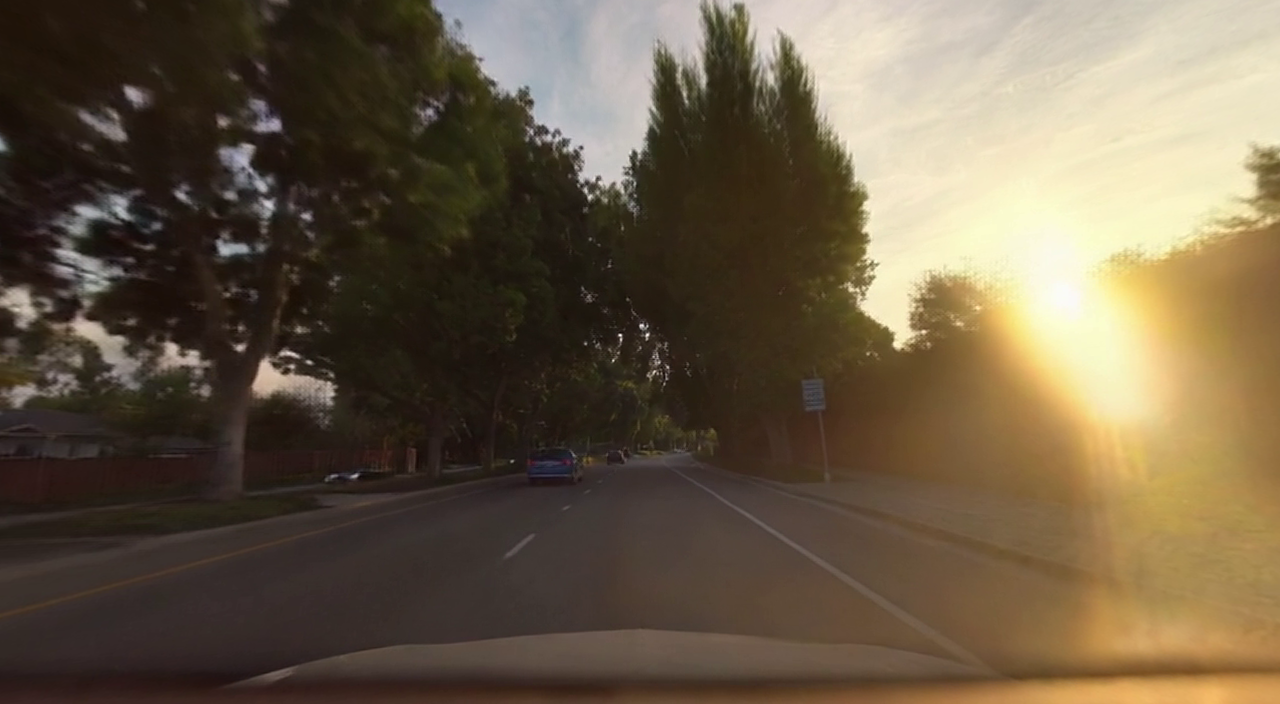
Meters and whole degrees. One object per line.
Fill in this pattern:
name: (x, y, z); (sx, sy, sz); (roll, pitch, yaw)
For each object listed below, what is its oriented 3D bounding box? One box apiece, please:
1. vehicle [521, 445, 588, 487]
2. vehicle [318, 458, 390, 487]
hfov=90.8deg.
vehicle: (-3.161, 4.311, 24.125); (1.870, 1.431, 4.317); (-1, -9, 1)
vehicle: (-16.775, 7.053, 37.300); (1.992, 1.483, 4.649); (-1, -9, 1)
